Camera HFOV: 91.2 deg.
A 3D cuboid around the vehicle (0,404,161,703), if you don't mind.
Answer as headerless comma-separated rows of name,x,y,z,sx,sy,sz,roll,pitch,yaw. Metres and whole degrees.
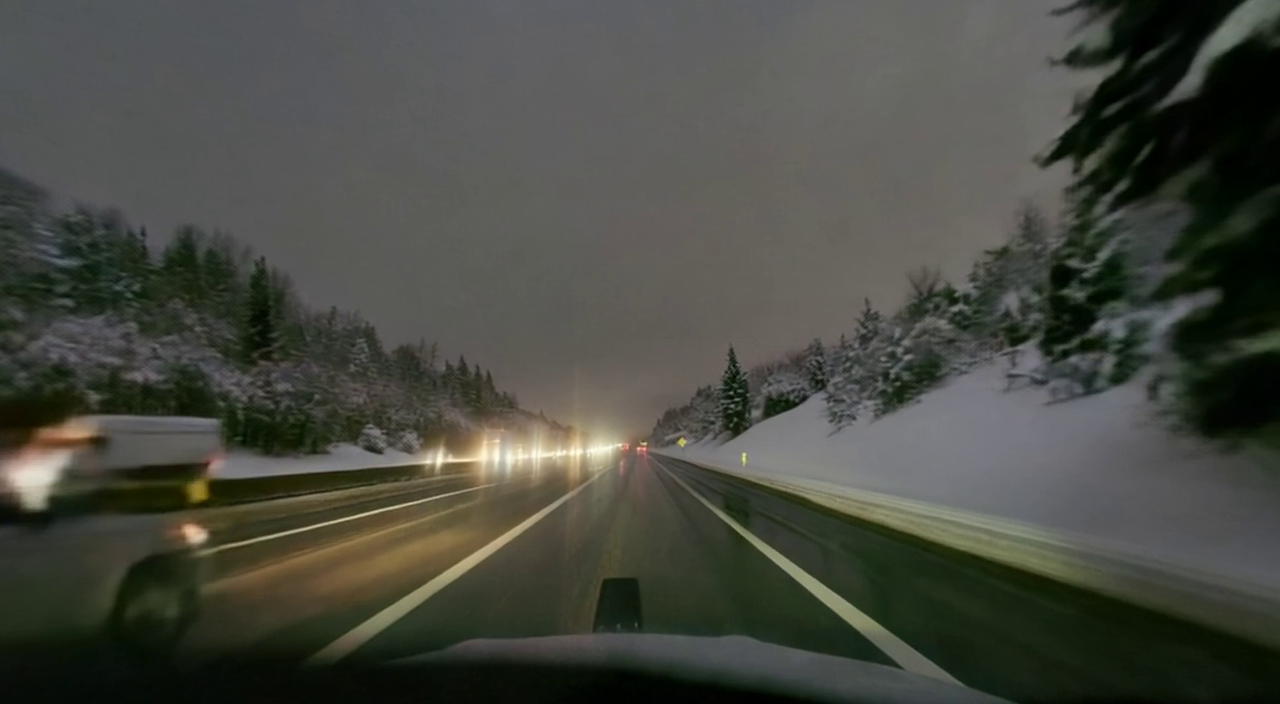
vehicle,-4.011,0.845,1.906,1.933,1.497,3.973,0,-9,0
